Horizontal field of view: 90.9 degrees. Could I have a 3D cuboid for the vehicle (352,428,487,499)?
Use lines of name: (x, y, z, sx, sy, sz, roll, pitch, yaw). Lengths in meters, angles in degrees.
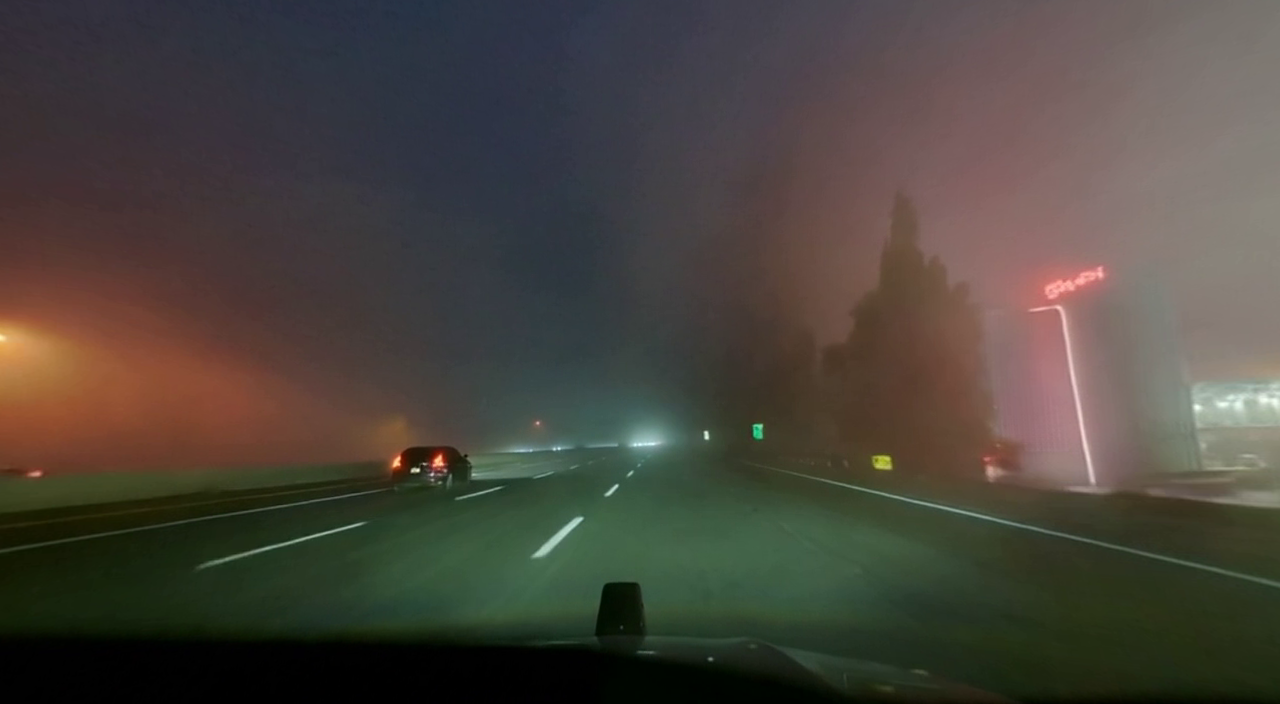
vehicle: (-6.282, 3.229, 18.705, 2.145, 1.793, 4.762, -1, -8, 2)
